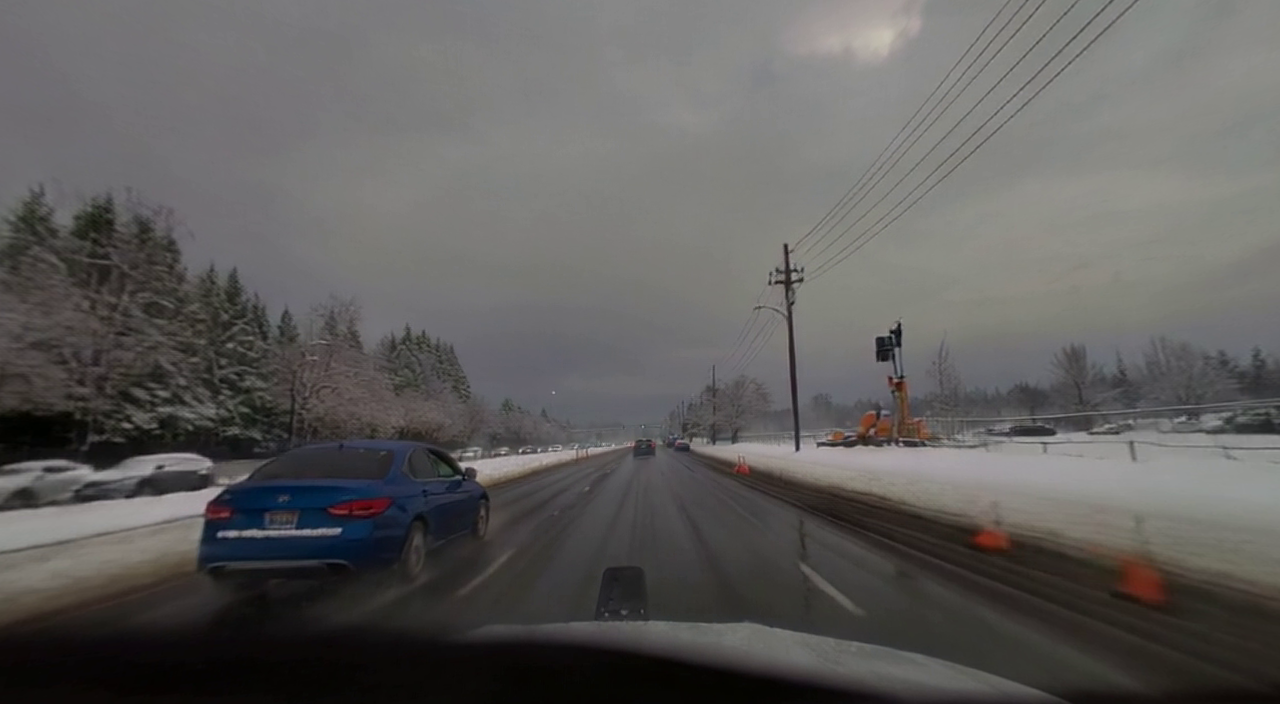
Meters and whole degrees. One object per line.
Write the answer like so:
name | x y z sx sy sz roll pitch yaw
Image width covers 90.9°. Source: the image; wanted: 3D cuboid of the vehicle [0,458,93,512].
vehicle | -21.765 4.538 21.601 1.919 1.672 4.607 0 -8 0

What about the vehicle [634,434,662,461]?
vehicle | 0.570 7.149 47.218 2.060 1.845 4.151 0 -8 0

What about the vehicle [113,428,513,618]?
vehicle | -3.098 1.721 7.484 2.087 1.480 4.825 0 -8 1

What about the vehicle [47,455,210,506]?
vehicle | -17.183 4.291 21.529 1.852 1.491 4.306 0 -8 2
